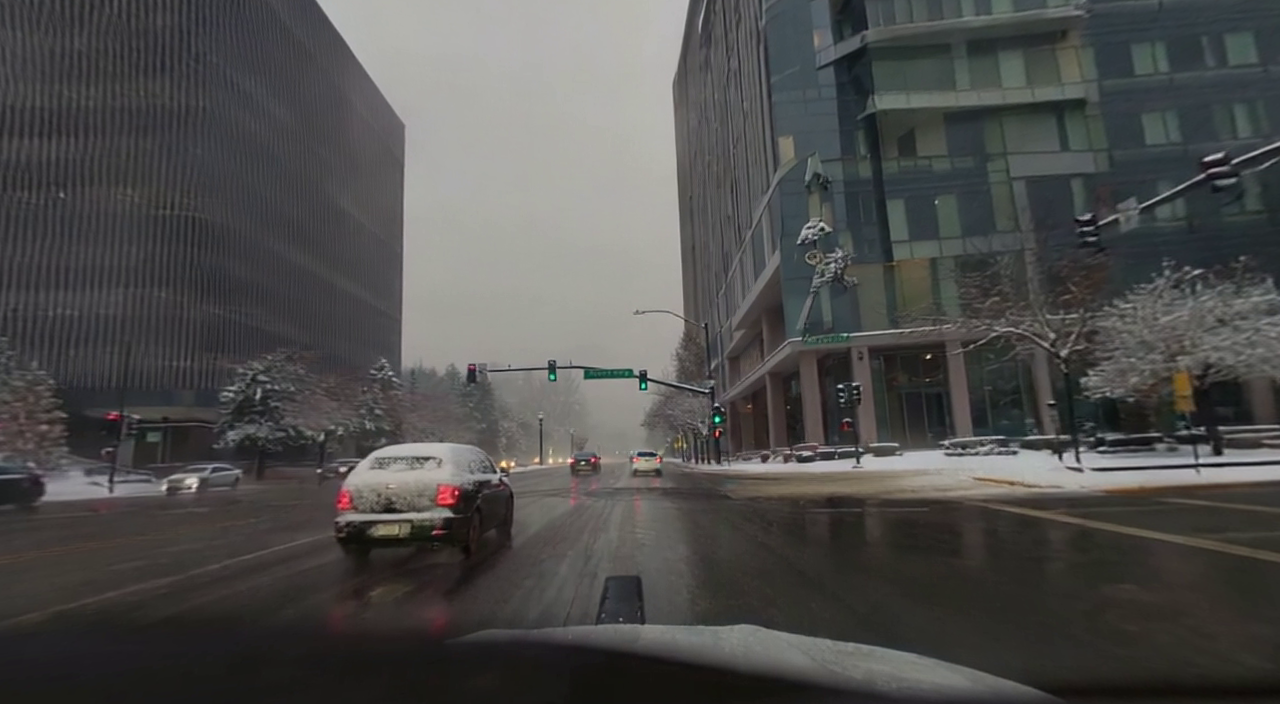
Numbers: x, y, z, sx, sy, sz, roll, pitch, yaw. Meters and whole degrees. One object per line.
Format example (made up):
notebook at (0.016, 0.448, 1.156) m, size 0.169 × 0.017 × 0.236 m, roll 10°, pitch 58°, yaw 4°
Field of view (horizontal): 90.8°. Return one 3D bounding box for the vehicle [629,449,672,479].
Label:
vehicle at (0.483, 5.794, 32.966) m, size 2.102 × 1.482 × 4.125 m, roll 0°, pitch -9°, yaw 0°

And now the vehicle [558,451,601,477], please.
vehicle at (-3.515, 6.569, 37.390) m, size 2.088 × 1.430 × 4.482 m, roll 0°, pitch -9°, yaw 0°

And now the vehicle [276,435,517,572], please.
vehicle at (-3.169, 2.033, 9.206) m, size 1.983 × 1.545 × 3.773 m, roll 0°, pitch -9°, yaw 0°

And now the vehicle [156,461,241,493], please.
vehicle at (-26.773, 7.558, 38.525) m, size 1.902 × 1.670 × 4.607 m, roll 0°, pitch -9°, yaw 0°
